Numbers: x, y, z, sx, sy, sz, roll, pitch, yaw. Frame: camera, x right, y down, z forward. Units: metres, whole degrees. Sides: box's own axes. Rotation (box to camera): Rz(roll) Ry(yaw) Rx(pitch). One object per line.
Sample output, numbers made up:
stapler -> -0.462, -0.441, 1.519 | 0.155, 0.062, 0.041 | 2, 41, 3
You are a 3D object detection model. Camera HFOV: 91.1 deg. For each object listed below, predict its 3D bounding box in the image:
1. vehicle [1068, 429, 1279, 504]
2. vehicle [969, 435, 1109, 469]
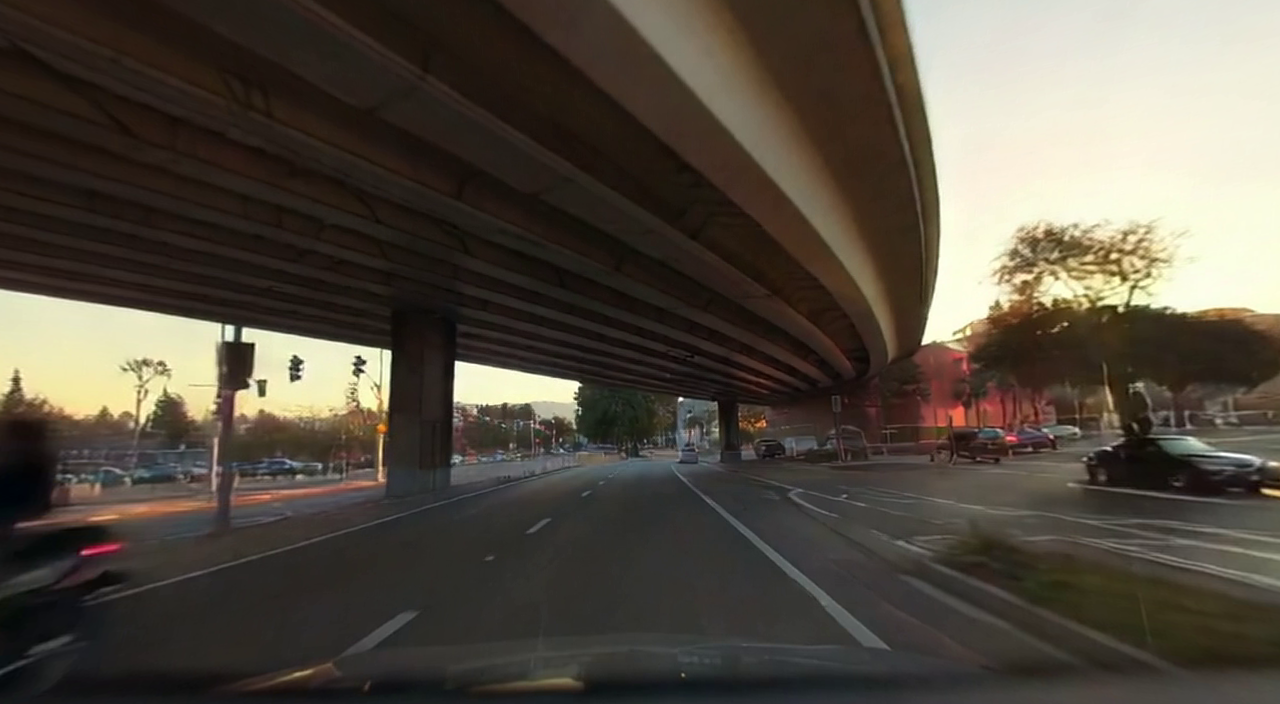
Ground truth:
vehicle -> 14.411, 2.878, 16.429 | 2.078, 1.523, 4.760 | 2, -6, -34
vehicle -> 17.295, 4.352, 27.380 | 4.647, 1.421, 2.050 | -1, -8, 2
